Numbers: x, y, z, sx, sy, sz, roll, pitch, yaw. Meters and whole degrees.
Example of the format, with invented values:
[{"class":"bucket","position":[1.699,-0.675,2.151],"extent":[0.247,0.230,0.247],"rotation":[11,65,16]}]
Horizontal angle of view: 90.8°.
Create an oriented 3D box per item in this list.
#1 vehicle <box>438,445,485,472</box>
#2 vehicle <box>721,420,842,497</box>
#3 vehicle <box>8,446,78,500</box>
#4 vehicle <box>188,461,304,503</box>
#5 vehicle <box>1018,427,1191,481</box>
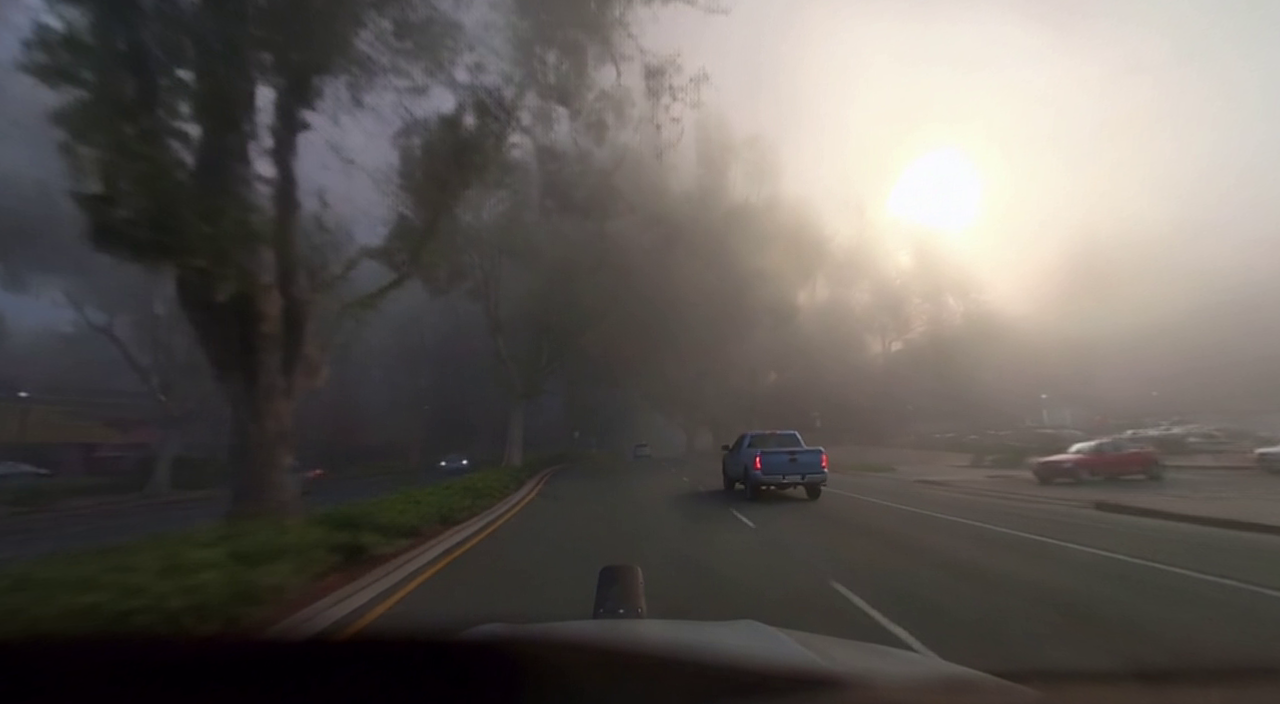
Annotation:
[{"class":"vehicle","position":[-12.870,7.719,45.882],"extent":[2.126,1.800,4.925],"rotation":[0,-8,-1]},{"class":"vehicle","position":[3.725,2.925,17.797],"extent":[2.138,1.836,5.245],"rotation":[0,-8,-1]},{"class":"vehicle","position":[-30.340,6.124,32.146],"extent":[1.541,2.550,1.957],"rotation":[-3,-9,0]},{"class":"vehicle","position":[-16.300,5.361,26.454],"extent":[1.910,1.468,4.496],"rotation":[0,-8,1]},{"class":"vehicle","position":[16.386,3.609,22.475],"extent":[4.554,1.566,1.925],"rotation":[-3,-8,-1]}]
